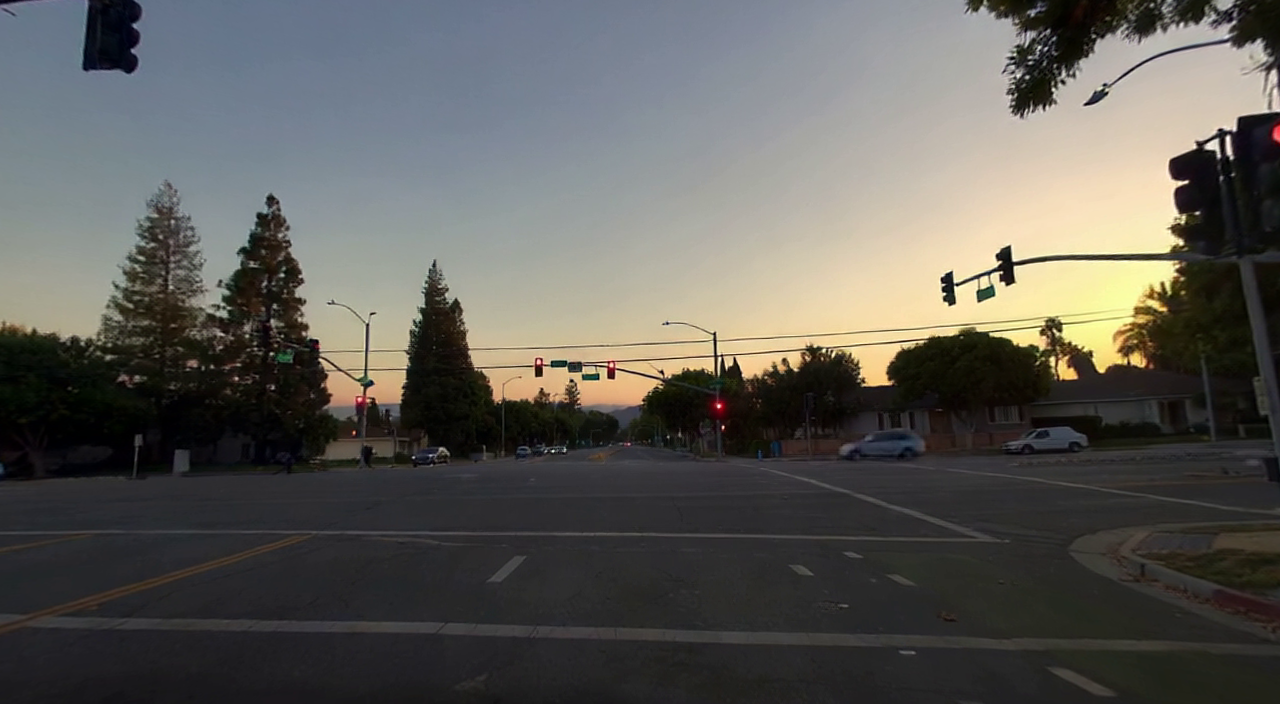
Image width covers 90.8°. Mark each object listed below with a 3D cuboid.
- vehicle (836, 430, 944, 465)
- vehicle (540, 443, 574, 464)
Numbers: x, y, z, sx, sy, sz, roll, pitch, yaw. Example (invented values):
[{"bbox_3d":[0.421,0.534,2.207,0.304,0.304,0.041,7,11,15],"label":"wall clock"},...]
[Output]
[{"bbox_3d":[12.798,4.948,32.614,4.706,1.710,1.932,-1,-8,5],"label":"vehicle"},{"bbox_3d":[-6.129,7.522,47.048,1.936,1.444,4.168,0,-8,0],"label":"vehicle"}]
